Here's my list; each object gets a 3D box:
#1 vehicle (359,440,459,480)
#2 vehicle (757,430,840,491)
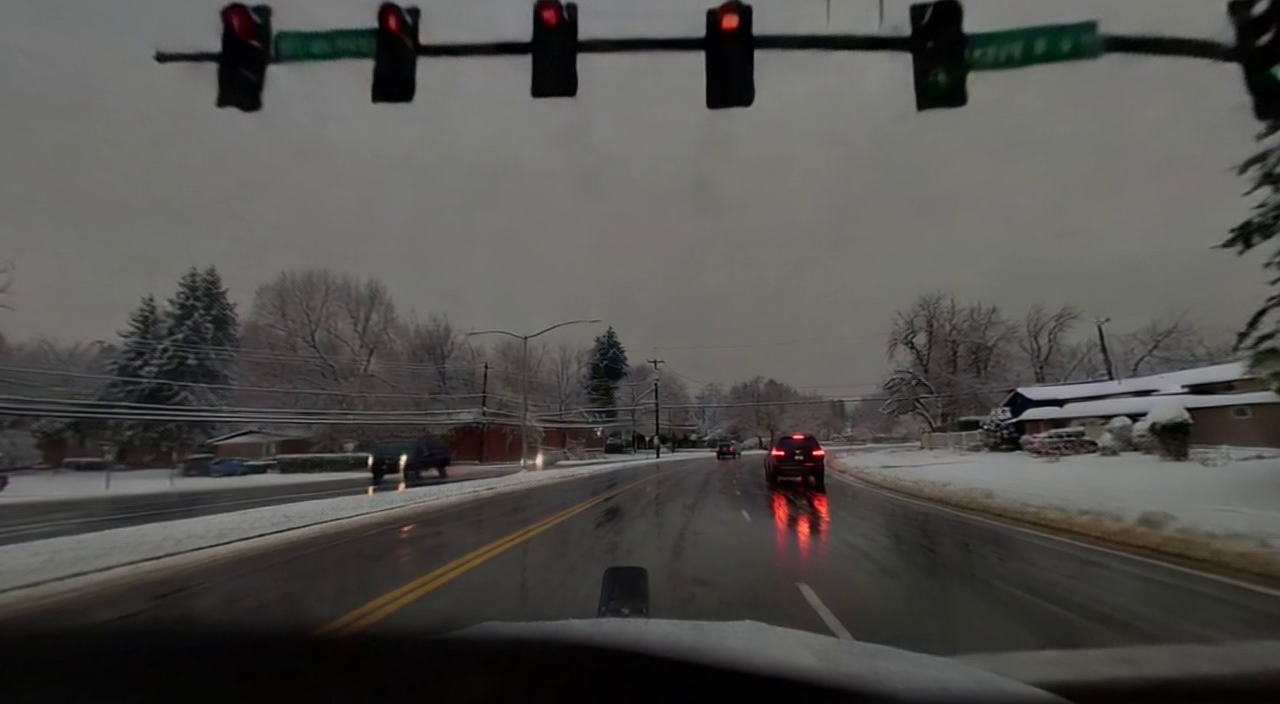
[{"bbox_3d":[-12.828,5.997,35.549,2.555,2.009,6.050,-1,-8,9],"label":"vehicle"},{"bbox_3d":[5.286,3.671,21.695,2.141,1.833,4.704,-1,-8,6],"label":"vehicle"}]
